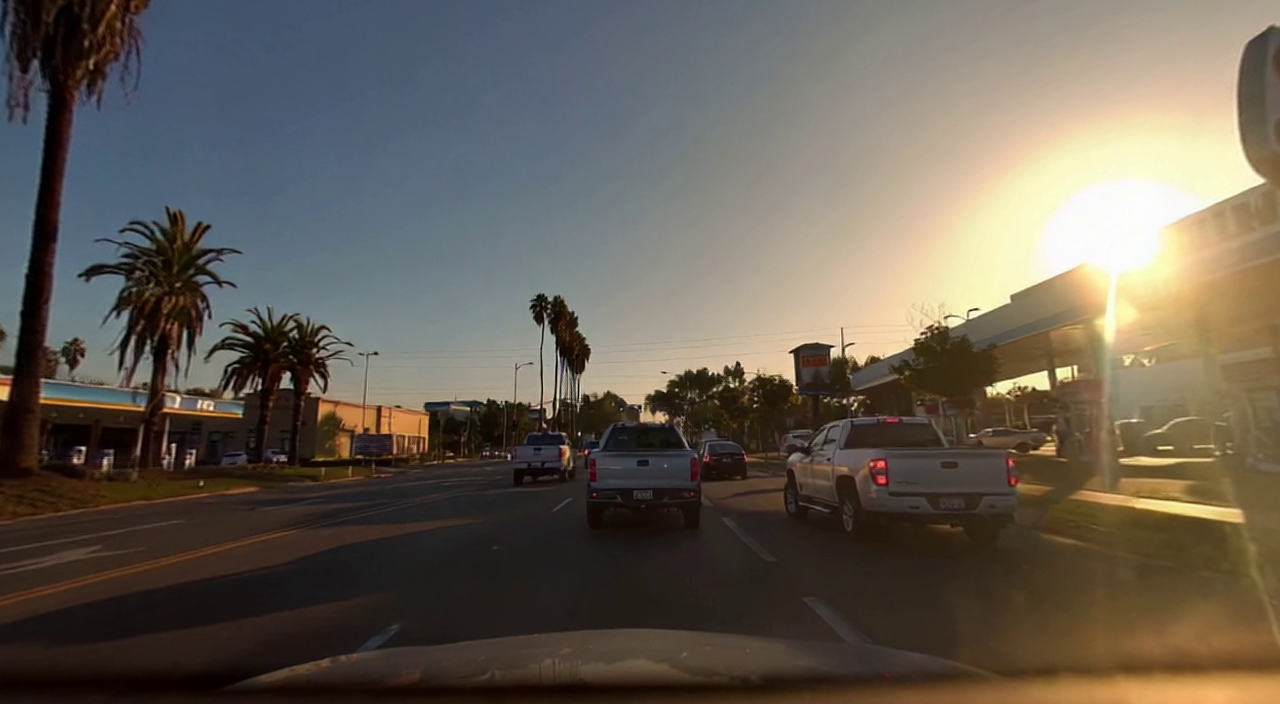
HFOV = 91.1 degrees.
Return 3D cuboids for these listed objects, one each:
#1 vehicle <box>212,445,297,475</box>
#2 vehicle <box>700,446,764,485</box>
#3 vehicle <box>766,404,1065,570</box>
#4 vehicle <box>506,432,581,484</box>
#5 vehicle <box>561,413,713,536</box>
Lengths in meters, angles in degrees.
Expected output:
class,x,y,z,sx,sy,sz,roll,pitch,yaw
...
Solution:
class,x,y,z,sx,sy,sz,roll,pitch,yaw
vehicle,-29.067,8.098,47.678,2.543,2.092,6.613,0,-8,-3
vehicle,3.488,4.368,24.507,1.901,1.401,3.965,0,-8,0
vehicle,3.610,1.903,9.774,2.120,1.828,5.531,0,-8,0
vehicle,-3.629,4.107,24.569,2.071,1.811,4.605,0,-8,2
vehicle,0.020,2.247,12.266,2.295,1.835,5.471,0,-8,1
